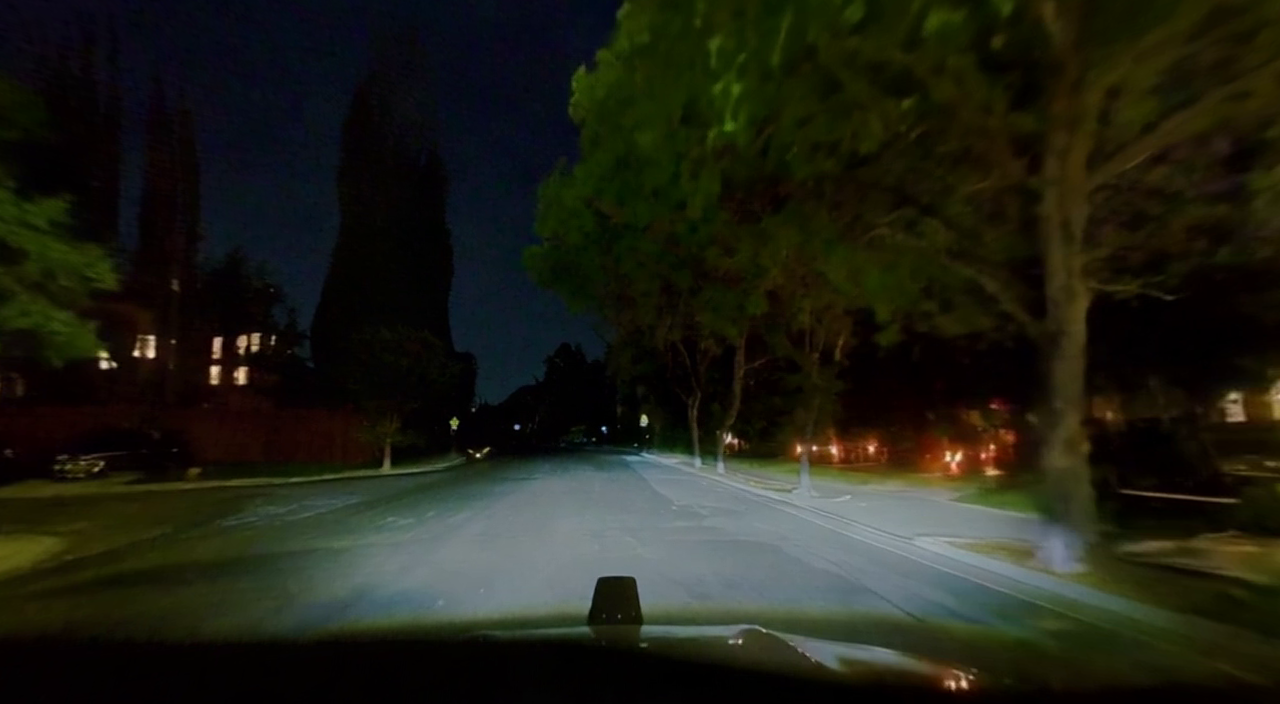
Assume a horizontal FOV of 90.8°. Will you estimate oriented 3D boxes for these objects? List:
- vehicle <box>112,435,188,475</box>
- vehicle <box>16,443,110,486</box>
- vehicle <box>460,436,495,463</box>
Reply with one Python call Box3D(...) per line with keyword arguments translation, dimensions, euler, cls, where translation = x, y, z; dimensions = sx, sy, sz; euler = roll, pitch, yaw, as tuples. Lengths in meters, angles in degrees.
Box3D(translation=(-24.344, 5.119, 31.604), dimensions=(1.973, 1.787, 5.045), euler=(4, -9, -27), cls="vehicle")
Box3D(translation=(-24.945, 4.822, 27.473), dimensions=(1.883, 1.687, 3.908), euler=(4, -9, -26), cls="vehicle")
Box3D(translation=(-10.573, 6.379, 41.408), dimensions=(1.994, 1.656, 4.334), euler=(2, -9, -12), cls="vehicle")
